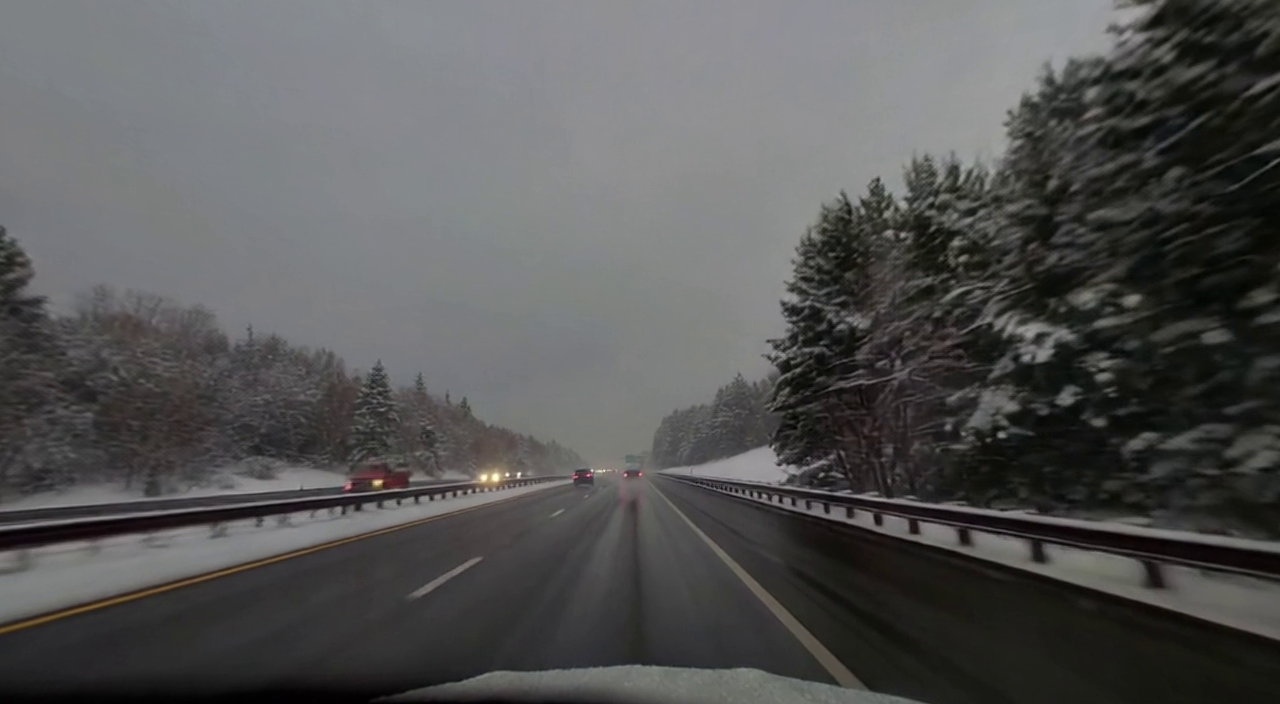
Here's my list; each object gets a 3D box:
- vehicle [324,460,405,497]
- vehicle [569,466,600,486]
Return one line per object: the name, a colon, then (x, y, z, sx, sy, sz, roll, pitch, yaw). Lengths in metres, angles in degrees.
vehicle: (-13.040, 6.042, 30.179, 1.898, 1.610, 4.494, 1, -11, -1)
vehicle: (-4.328, 9.761, 49.490, 2.088, 1.466, 3.939, 1, -11, 0)
